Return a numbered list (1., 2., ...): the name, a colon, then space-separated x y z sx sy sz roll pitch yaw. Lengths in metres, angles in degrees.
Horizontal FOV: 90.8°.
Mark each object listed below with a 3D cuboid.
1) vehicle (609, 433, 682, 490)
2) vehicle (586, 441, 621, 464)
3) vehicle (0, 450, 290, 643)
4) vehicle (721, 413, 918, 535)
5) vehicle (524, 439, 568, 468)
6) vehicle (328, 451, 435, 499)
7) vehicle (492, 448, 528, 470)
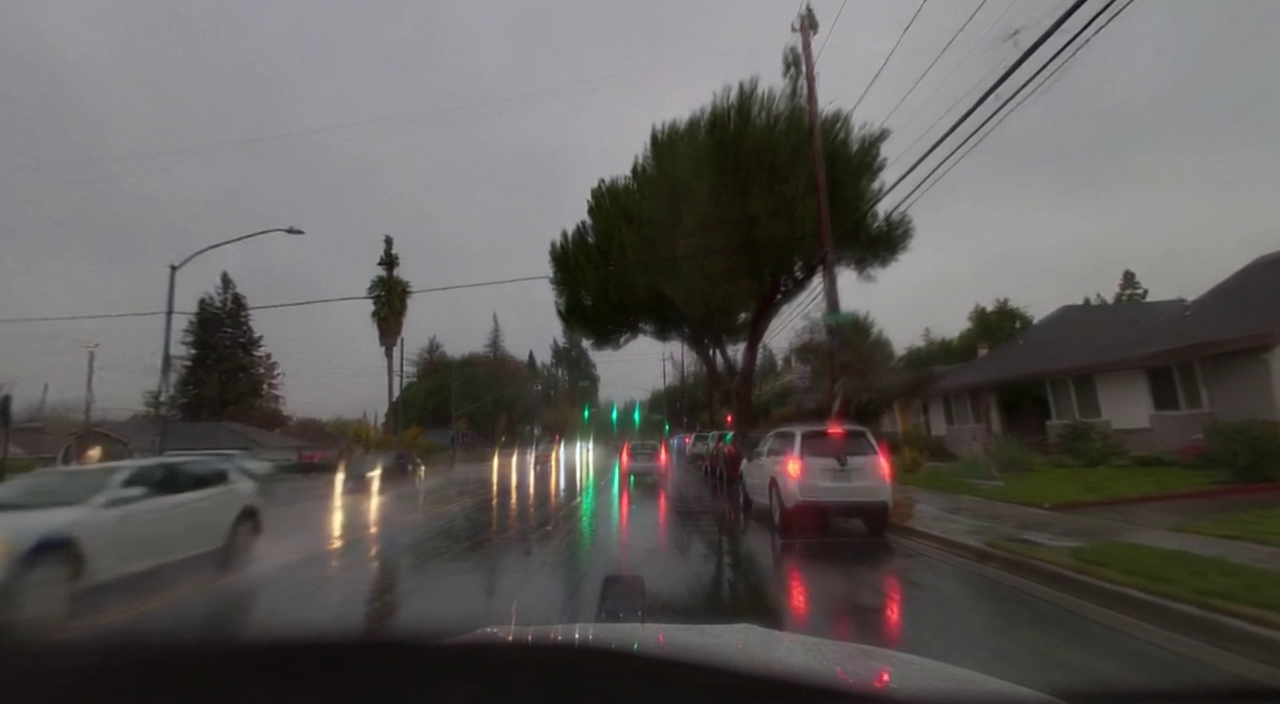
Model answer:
1. vehicle: 0.121 3.430 20.081 2.041 1.575 4.304 0 -9 -1
2. vehicle: -2.487 6.973 43.894 2.117 1.528 4.277 0 -9 1
3. vehicle: -6.013 1.806 6.614 1.981 1.498 4.701 -1 -9 0
4. vehicle: 2.874 2.104 11.419 2.060 1.733 4.639 0 -9 -1
5. vehicle: -6.264 6.846 42.591 2.175 1.820 4.643 0 -9 1
6. vehicle: -9.124 4.353 22.798 1.908 1.511 4.611 0 -9 0
7. vehicle: -9.444 7.799 46.111 1.908 1.492 3.699 -2 -9 -1
